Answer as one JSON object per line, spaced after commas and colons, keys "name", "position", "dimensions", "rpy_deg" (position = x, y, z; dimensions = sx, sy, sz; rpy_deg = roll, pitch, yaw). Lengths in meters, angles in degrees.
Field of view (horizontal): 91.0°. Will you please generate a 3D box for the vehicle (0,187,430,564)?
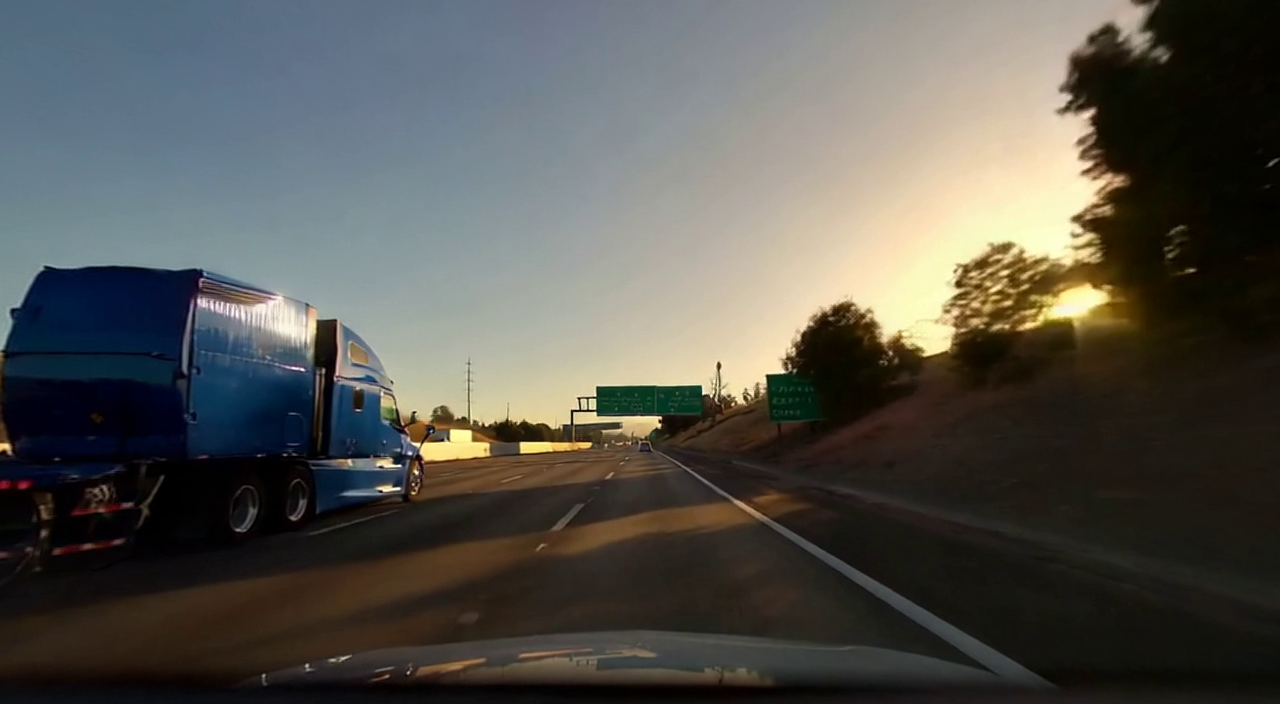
{"name": "vehicle", "position": [-6.786, 0.785, 10.855], "dimensions": [2.996, 3.947, 8.600], "rpy_deg": [0, -8, 2]}
